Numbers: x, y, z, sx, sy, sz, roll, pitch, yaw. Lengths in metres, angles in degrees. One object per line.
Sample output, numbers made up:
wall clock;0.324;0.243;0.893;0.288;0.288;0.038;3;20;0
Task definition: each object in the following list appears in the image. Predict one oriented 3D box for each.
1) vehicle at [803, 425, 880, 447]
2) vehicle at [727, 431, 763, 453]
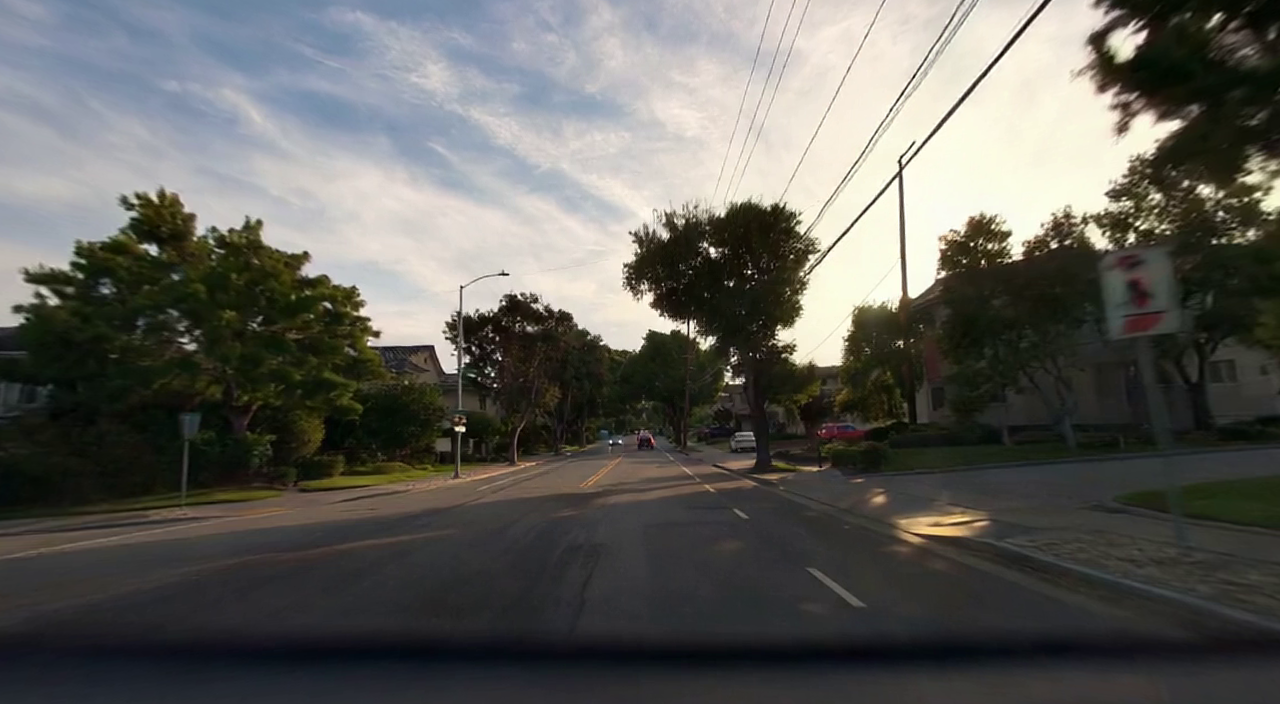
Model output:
vehicle;14.363;6.044;45.168;4.848;1.509;1.976;-2;-9;6
vehicle;7.496;6.524;45.538;2.071;1.510;4.418;-1;-8;3
